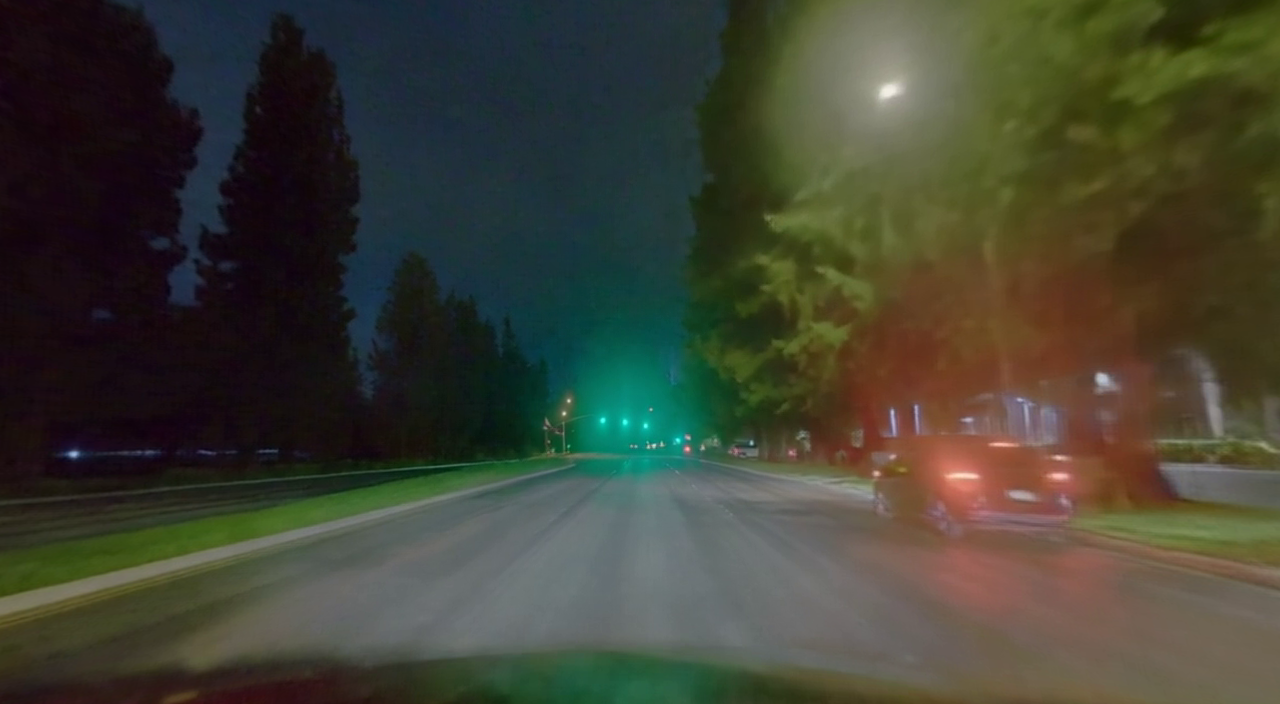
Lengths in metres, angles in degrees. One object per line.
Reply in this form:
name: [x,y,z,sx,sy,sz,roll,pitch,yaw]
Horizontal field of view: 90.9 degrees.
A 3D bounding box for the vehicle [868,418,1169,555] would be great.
vehicle: [5.533,2.008,10.176,2.057,1.688,4.596,0,-8,1]
